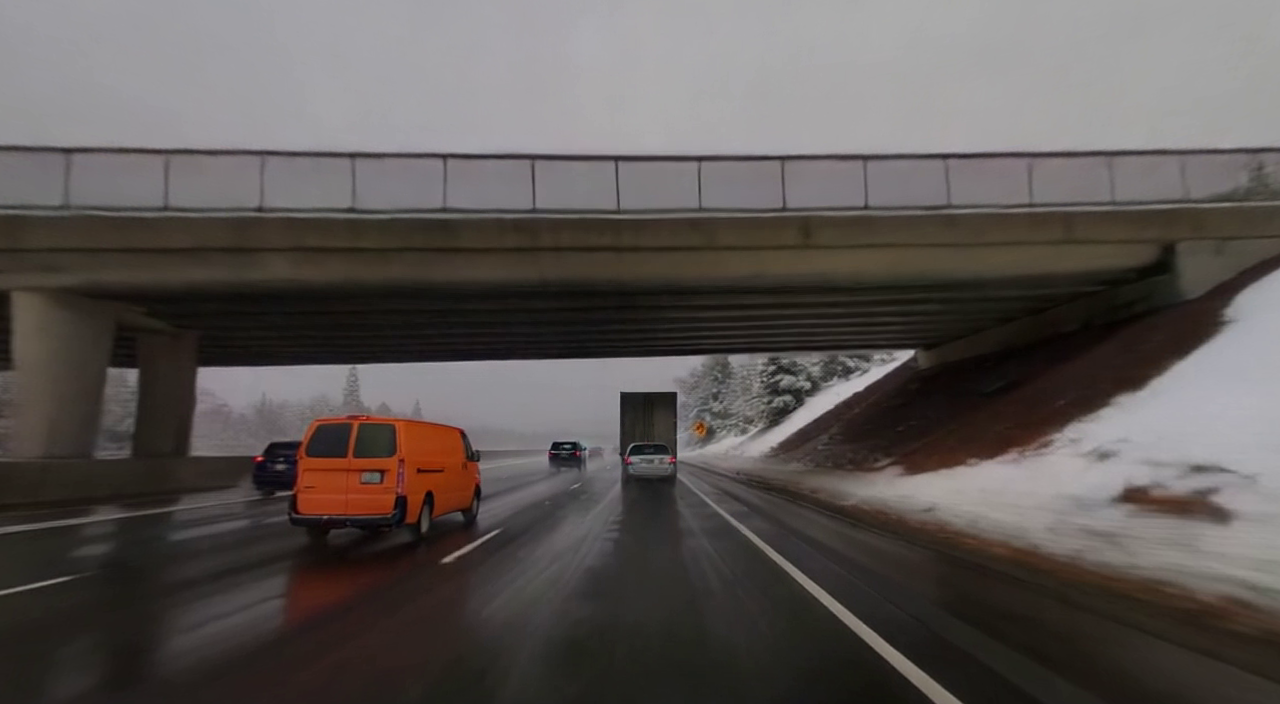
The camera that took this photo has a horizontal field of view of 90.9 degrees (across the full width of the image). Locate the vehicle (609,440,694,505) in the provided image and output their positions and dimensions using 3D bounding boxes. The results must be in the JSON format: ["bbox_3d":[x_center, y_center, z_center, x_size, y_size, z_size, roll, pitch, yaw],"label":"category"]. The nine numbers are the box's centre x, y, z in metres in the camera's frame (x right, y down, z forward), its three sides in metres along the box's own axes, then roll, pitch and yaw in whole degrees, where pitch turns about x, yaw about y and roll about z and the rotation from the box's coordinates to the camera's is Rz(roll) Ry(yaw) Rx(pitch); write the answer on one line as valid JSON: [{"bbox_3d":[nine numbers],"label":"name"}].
[{"bbox_3d":[0.246,3.089,16.520,1.991,1.507,3.391,0,-9,-1],"label":"vehicle"}]

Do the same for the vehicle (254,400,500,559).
[{"bbox_3d":[-3.591,1.830,9.583,1.951,1.882,3.979,0,-9,1],"label":"vehicle"}]

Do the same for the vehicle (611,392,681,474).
[{"bbox_3d":[0.494,5.250,38.924,3.289,3.822,18.653,0,-9,1],"label":"vehicle"}]

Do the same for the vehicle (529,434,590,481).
[{"bbox_3d":[-3.416,4.599,27.651,2.068,1.862,4.234,0,-9,1],"label":"vehicle"}]
